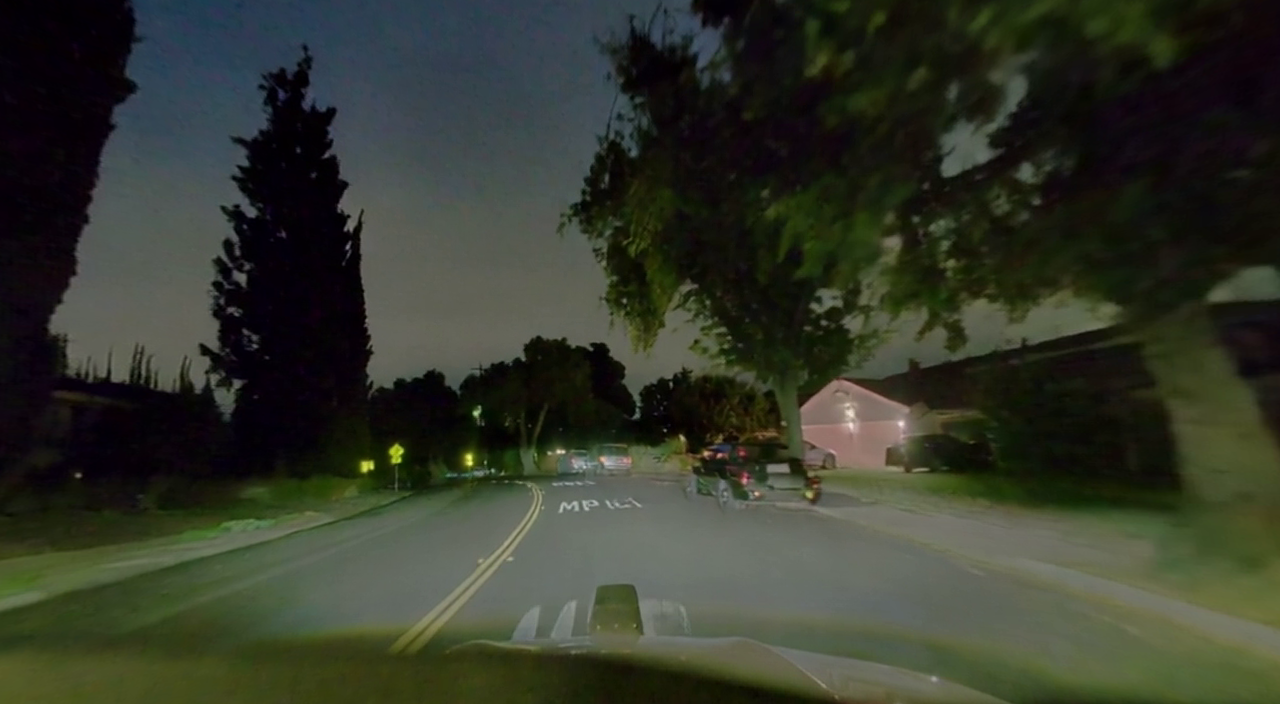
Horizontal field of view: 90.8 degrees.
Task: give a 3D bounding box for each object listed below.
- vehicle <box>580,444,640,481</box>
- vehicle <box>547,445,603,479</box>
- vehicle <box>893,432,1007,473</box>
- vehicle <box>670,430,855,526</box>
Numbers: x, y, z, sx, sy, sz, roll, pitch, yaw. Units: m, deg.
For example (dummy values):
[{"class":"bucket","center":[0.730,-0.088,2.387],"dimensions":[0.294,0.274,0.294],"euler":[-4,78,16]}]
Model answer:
[{"class":"vehicle","center":[-1.600,5.458,31.589],"dimensions":[1.965,1.663,4.744],"euler":[2,-9,-16]},{"class":"vehicle","center":[-4.077,6.692,38.713],"dimensions":[2.180,1.849,5.423],"euler":[2,-9,-19]},{"class":"vehicle","center":[12.119,3.869,24.642],"dimensions":[4.253,1.458,1.900],"euler":[4,-10,-32]},{"class":"vehicle","center":[2.126,2.416,12.816],"dimensions":[2.181,1.494,5.023],"euler":[0,-8,-7]}]
